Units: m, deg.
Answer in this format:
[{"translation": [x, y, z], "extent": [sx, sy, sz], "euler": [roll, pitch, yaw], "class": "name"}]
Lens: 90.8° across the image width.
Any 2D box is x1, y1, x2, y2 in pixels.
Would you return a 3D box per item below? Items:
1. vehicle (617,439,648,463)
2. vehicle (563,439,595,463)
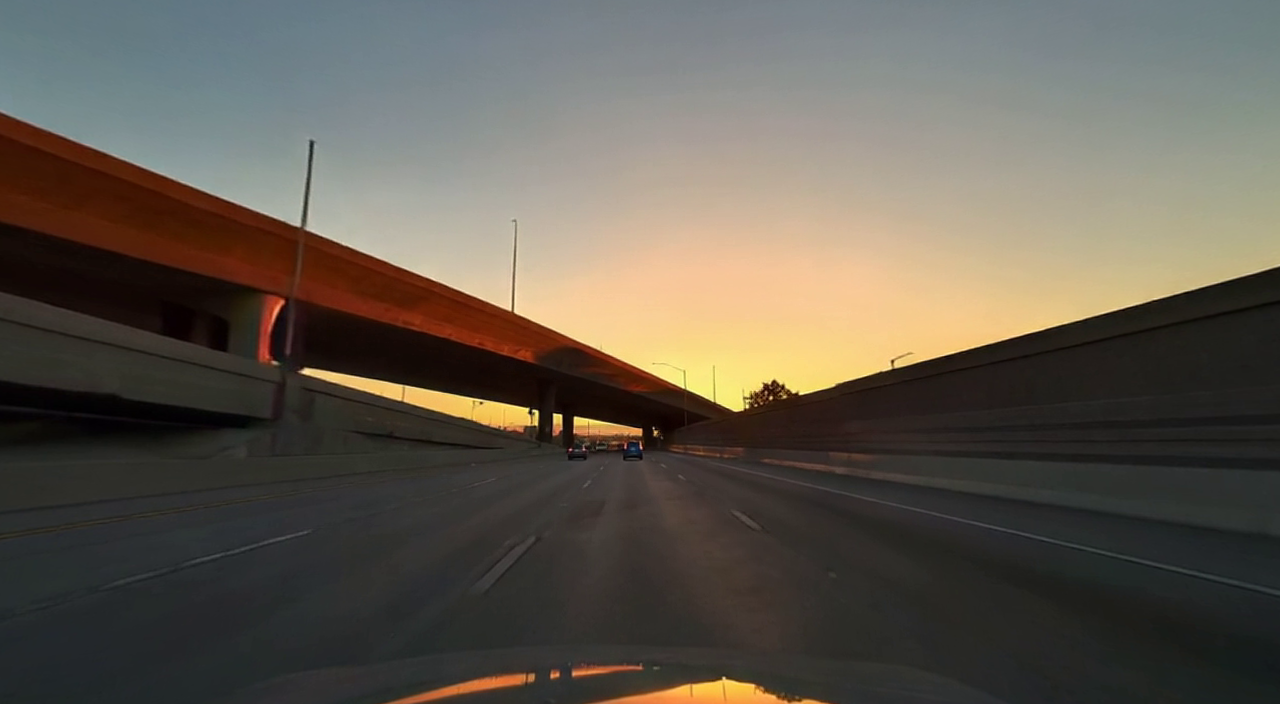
[{"translation": [-0.578, 7.114, 45.548], "extent": [2.132, 1.657, 3.967], "euler": [0, -8, -1], "class": "vehicle"}, {"translation": [-4.433, 7.253, 46.335], "extent": [2.000, 1.646, 4.201], "euler": [0, -8, -1], "class": "vehicle"}]
